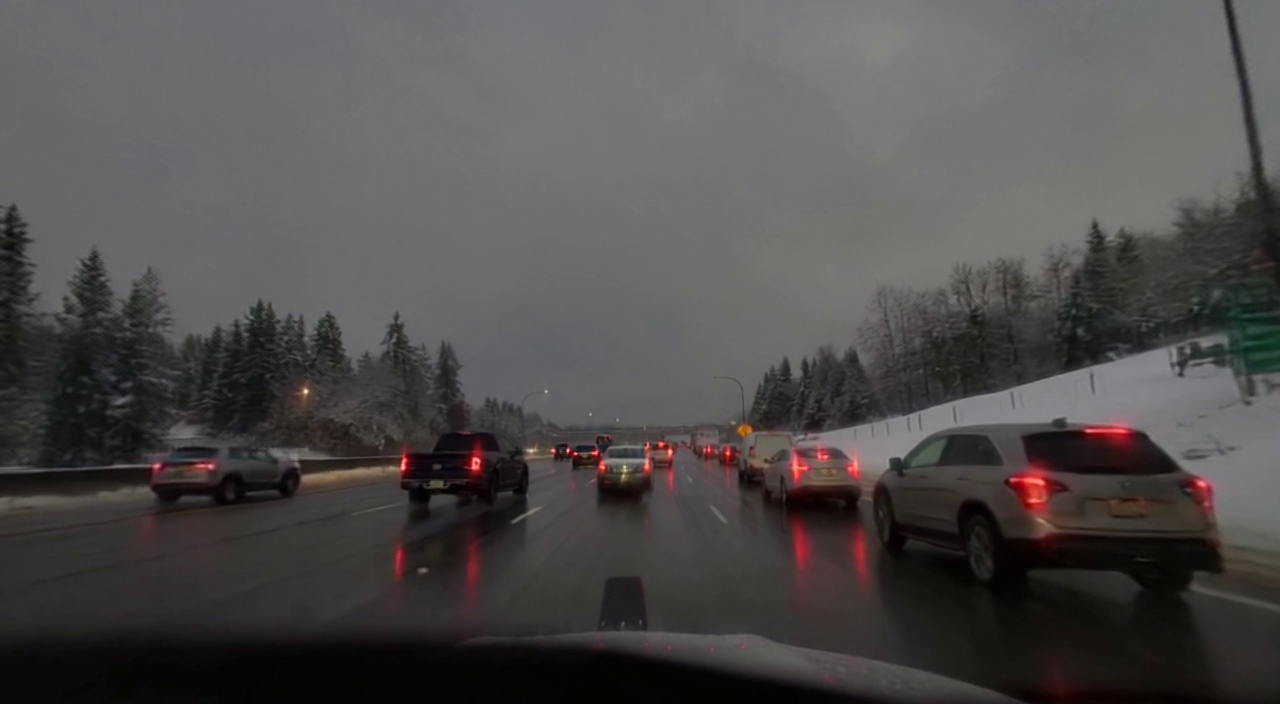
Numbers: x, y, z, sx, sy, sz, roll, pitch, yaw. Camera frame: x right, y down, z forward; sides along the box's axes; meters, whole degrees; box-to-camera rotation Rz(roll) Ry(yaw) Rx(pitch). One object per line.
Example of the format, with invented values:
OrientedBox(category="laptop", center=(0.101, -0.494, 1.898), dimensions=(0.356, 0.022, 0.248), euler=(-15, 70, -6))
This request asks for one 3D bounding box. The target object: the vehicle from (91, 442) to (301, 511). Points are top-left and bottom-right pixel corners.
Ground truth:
OrientedBox(category="vehicle", center=(-11.108, 3.100, 16.318), dimensions=(1.907, 1.508, 4.608), euler=(0, -8, 3))

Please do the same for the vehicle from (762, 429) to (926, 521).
OrientedBox(category="vehicle", center=(3.955, 2.458, 13.157), dimensions=(1.984, 1.567, 4.475), euler=(0, -8, 1))

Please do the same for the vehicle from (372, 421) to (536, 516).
OrientedBox(category="vehicle", center=(-4.051, 2.669, 15.026), dimensions=(2.110, 1.811, 5.585), euler=(0, -8, 1))

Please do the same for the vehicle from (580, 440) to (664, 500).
OrientedBox(category="vehicle", center=(-0.420, 3.212, 17.589), dimensions=(2.070, 1.456, 4.029), euler=(0, -8, 1))

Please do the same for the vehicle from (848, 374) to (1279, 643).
OrientedBox(category="vehicle", center=(3.958, 1.378, 6.586), dimensions=(2.003, 1.778, 4.658), euler=(0, -8, 1))
